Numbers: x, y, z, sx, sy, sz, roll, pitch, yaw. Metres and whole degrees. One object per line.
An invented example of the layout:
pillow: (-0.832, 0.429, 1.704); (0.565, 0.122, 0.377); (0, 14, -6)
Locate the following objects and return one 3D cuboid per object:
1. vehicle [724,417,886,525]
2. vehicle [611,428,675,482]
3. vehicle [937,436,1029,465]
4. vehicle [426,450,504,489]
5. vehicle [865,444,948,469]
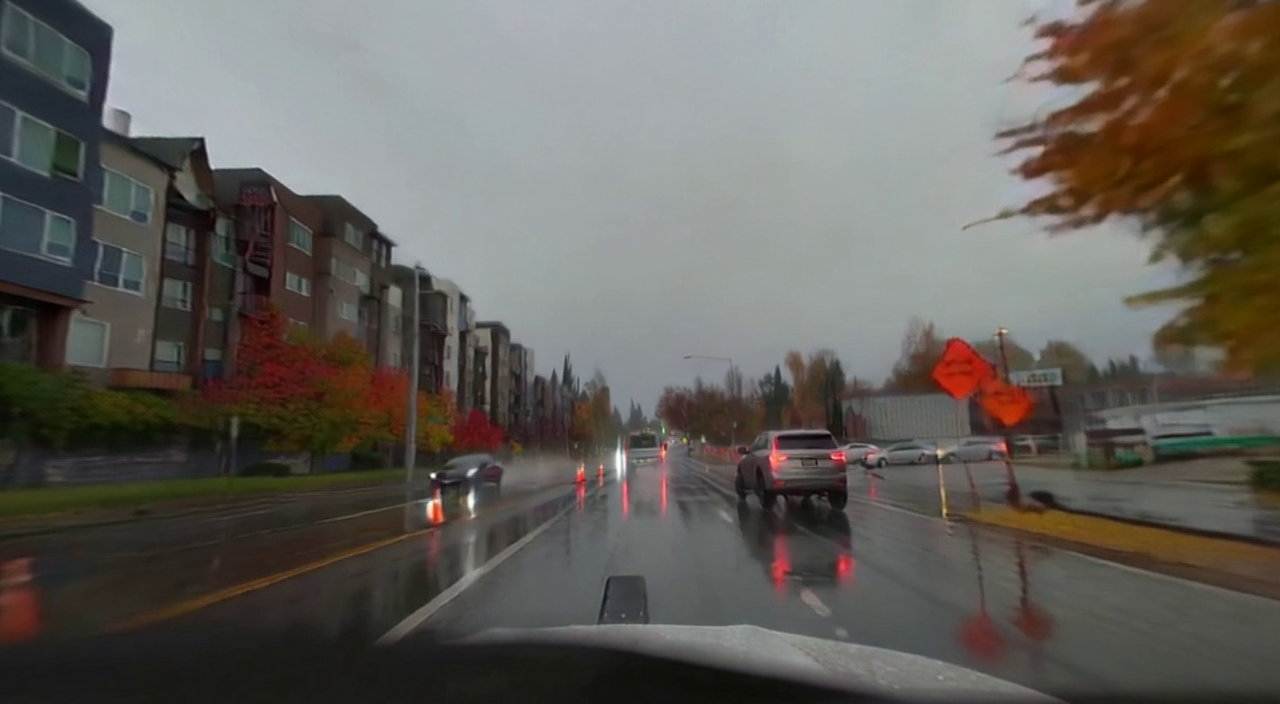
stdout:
vehicle: (3.183, 2.441, 13.512); (2.120, 1.828, 5.531); (-1, -8, 2)
vehicle: (0.181, 5.020, 30.904); (2.762, 2.309, 6.723); (0, -9, 1)
vehicle: (22.102, 6.339, 40.577); (4.629, 1.756, 2.124); (0, -8, -2)
vehicle: (-7.363, 4.979, 26.870); (1.891, 1.496, 4.144); (-1, -9, 4)
vehicle: (17.010, 6.651, 40.146); (4.568, 1.478, 1.900); (2, -9, -13)
